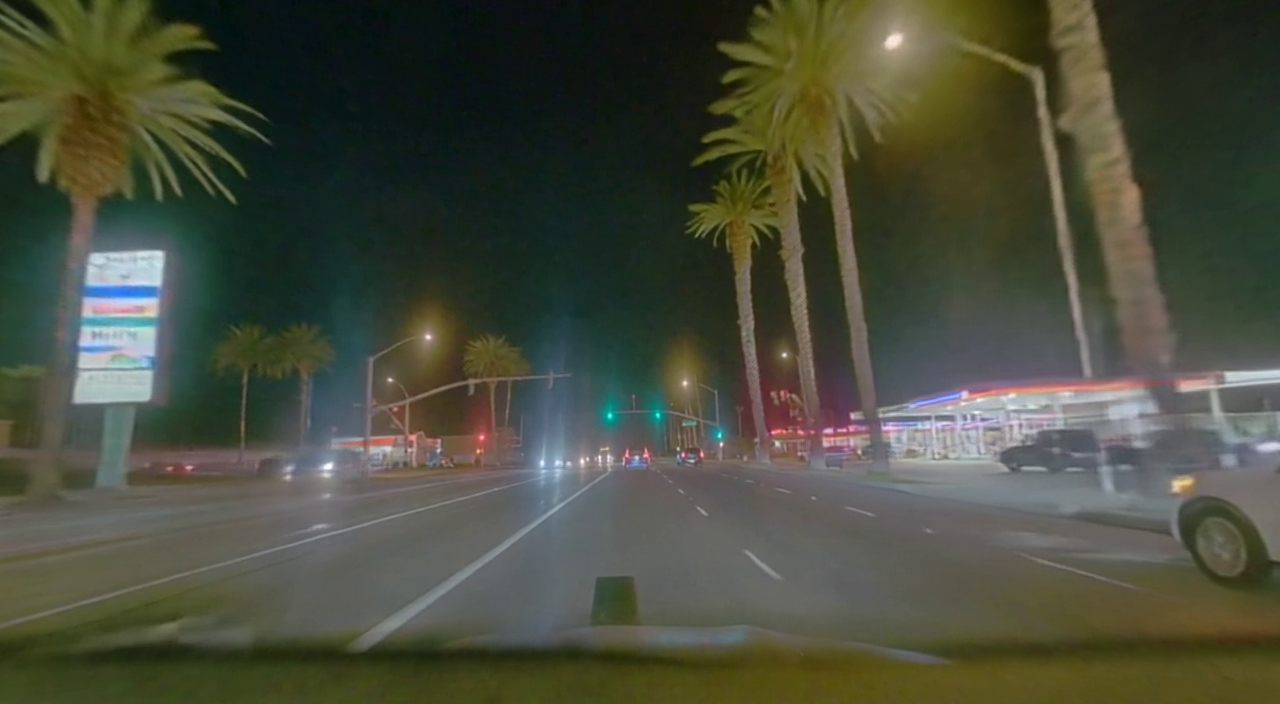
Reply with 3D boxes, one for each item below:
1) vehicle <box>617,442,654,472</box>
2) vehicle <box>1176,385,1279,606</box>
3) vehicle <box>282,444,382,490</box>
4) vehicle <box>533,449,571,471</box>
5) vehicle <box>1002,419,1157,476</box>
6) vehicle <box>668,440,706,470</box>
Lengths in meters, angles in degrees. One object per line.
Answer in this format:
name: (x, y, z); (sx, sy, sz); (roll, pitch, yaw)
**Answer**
vehicle: (-0.271, 6.637, 40.174); (2.177, 1.754, 3.815); (0, -9, 0)
vehicle: (6.360, 0.951, 3.692); (2.066, 1.807, 4.893); (0, -9, -1)
vehicle: (-13.311, 4.974, 27.724); (2.111, 1.791, 4.542); (0, -9, 0)
vehicle: (-6.204, 7.680, 45.191); (1.979, 1.480, 4.553); (0, -9, 1)
vehicle: (15.895, 3.503, 23.304); (2.144, 1.816, 4.688); (-1, -8, -2)
vehicle: (3.160, 7.099, 43.804); (2.190, 1.913, 5.174); (0, -9, -1)
